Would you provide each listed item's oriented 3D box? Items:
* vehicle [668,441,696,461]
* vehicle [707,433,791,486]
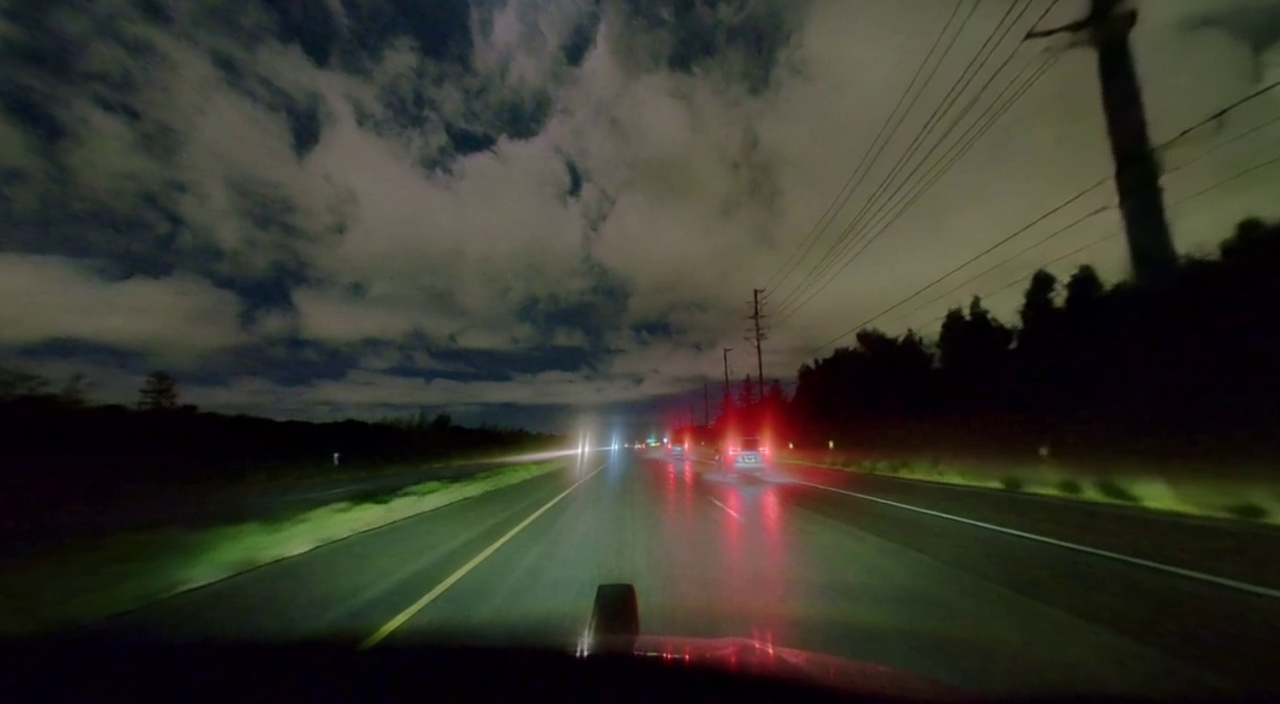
[{"bbox_3d":[3.257,7.765,49.508,1.868,1.507,3.833,0,-8,-1],"label":"vehicle"},{"bbox_3d":[3.576,3.597,21.498,1.977,1.581,4.428,0,-8,-1],"label":"vehicle"}]
